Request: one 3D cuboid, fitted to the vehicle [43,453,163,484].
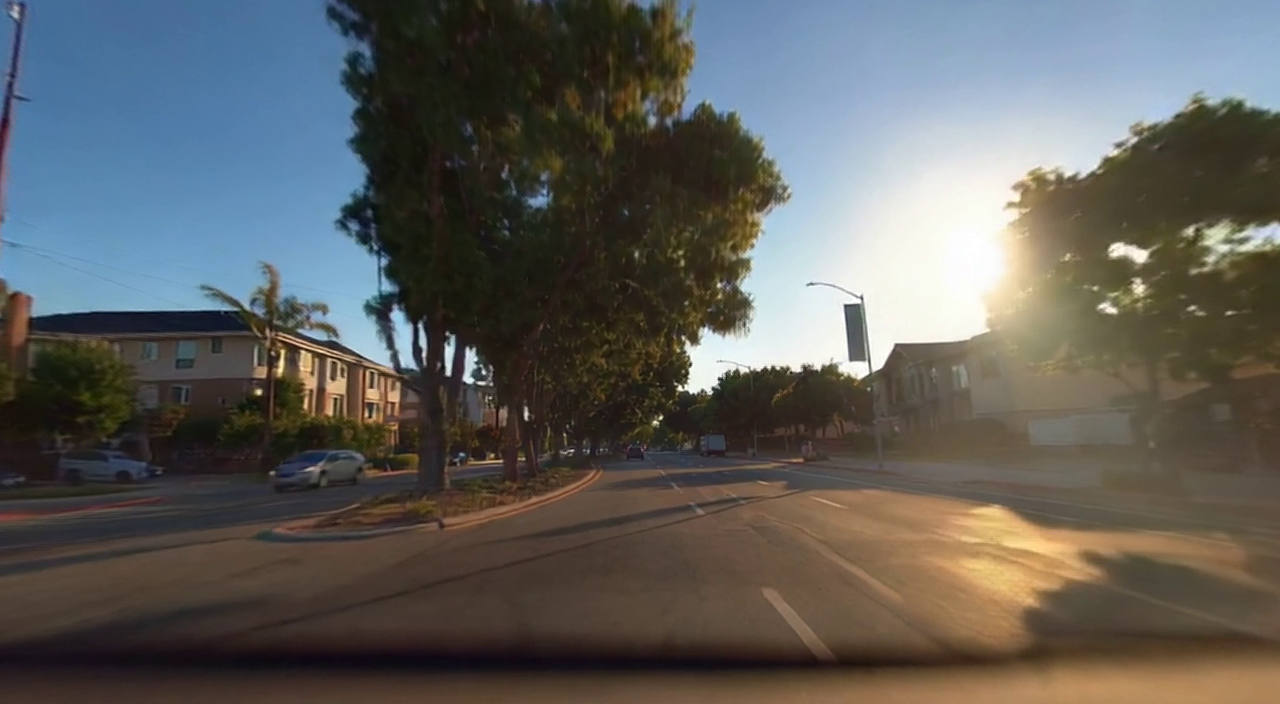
[{"bbox_3d":[-29.047,6.300,34.403,1.898,1.489,4.667,-2,-9,13],"label":"vehicle"}]

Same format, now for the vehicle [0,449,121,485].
[{"bbox_3d":[-31.974,6.243,34.763,2.076,1.803,4.840,-2,-9,12],"label":"vehicle"}]
